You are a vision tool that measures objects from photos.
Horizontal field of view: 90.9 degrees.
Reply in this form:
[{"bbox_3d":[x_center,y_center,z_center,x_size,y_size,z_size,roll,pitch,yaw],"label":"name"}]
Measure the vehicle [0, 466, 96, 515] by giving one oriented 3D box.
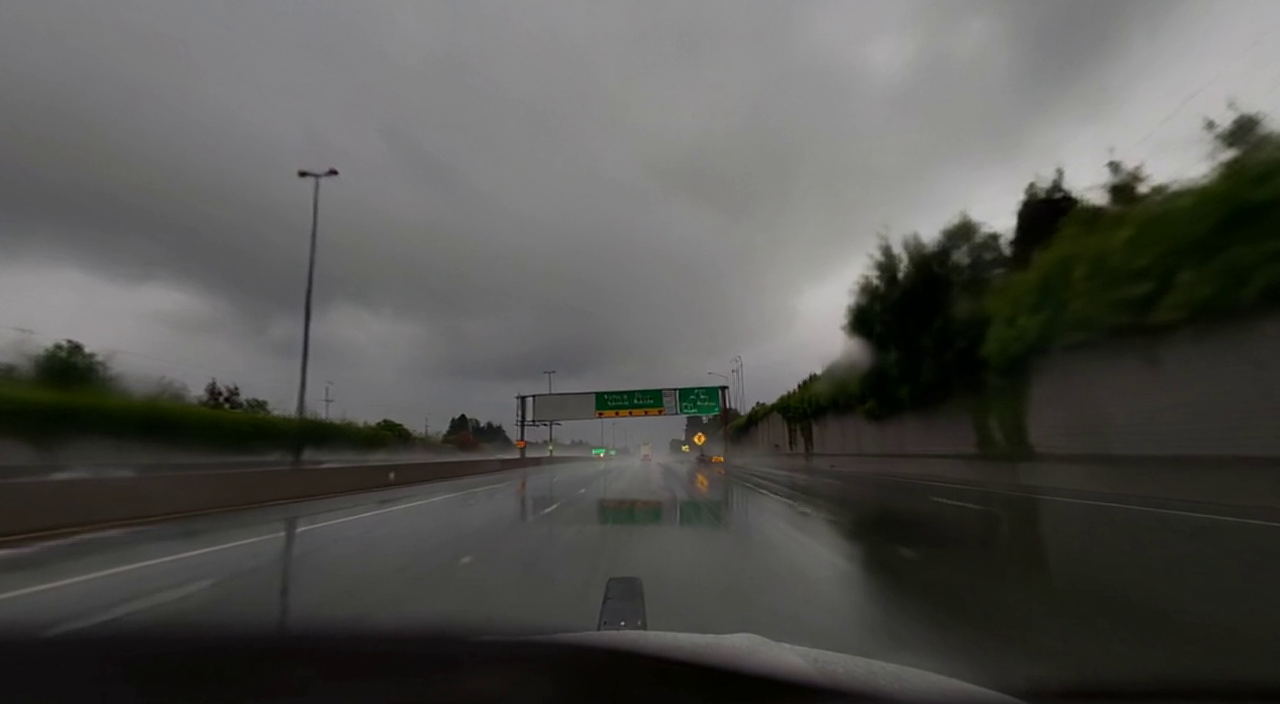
[{"bbox_3d":[-21.793,4.816,22.099,1.835,1.484,3.976,0,-9,-1],"label":"vehicle"}]
